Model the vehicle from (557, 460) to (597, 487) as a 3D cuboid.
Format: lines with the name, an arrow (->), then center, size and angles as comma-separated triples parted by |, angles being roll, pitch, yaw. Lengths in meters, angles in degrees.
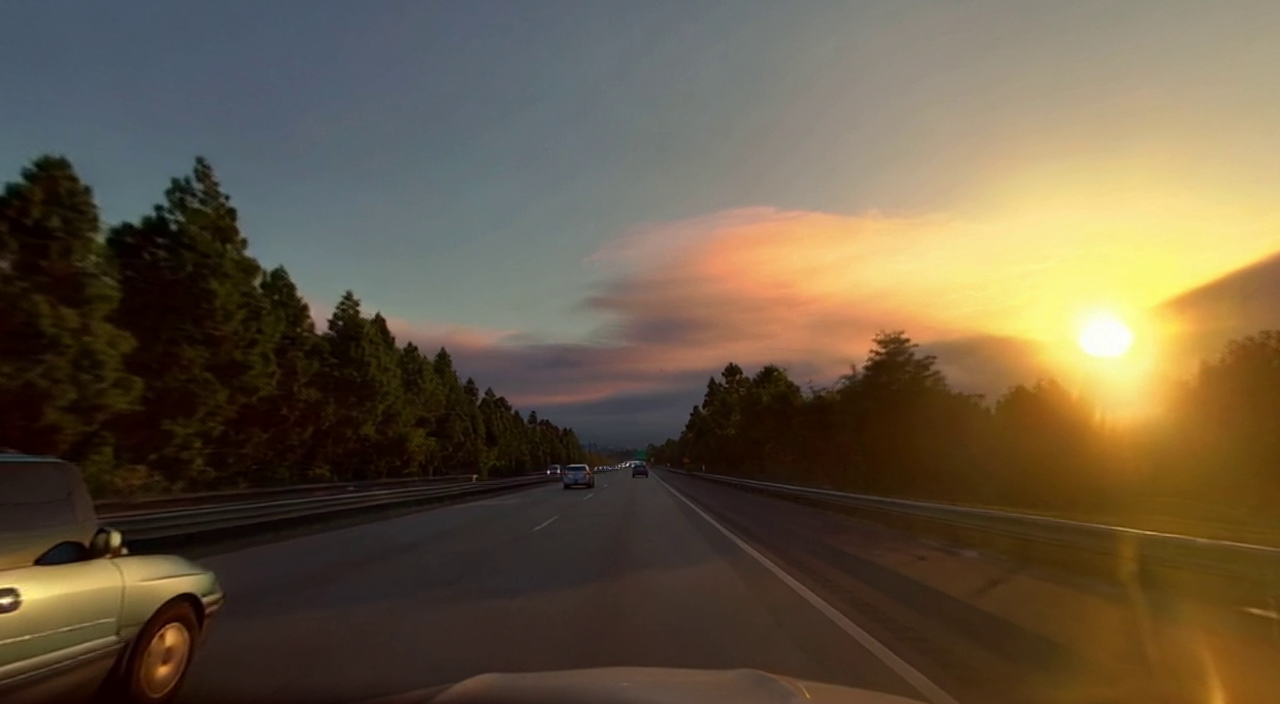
vehicle -> -4.006, 7.826, 40.632 | 2.081, 1.586, 4.245 | 0, -10, 0
